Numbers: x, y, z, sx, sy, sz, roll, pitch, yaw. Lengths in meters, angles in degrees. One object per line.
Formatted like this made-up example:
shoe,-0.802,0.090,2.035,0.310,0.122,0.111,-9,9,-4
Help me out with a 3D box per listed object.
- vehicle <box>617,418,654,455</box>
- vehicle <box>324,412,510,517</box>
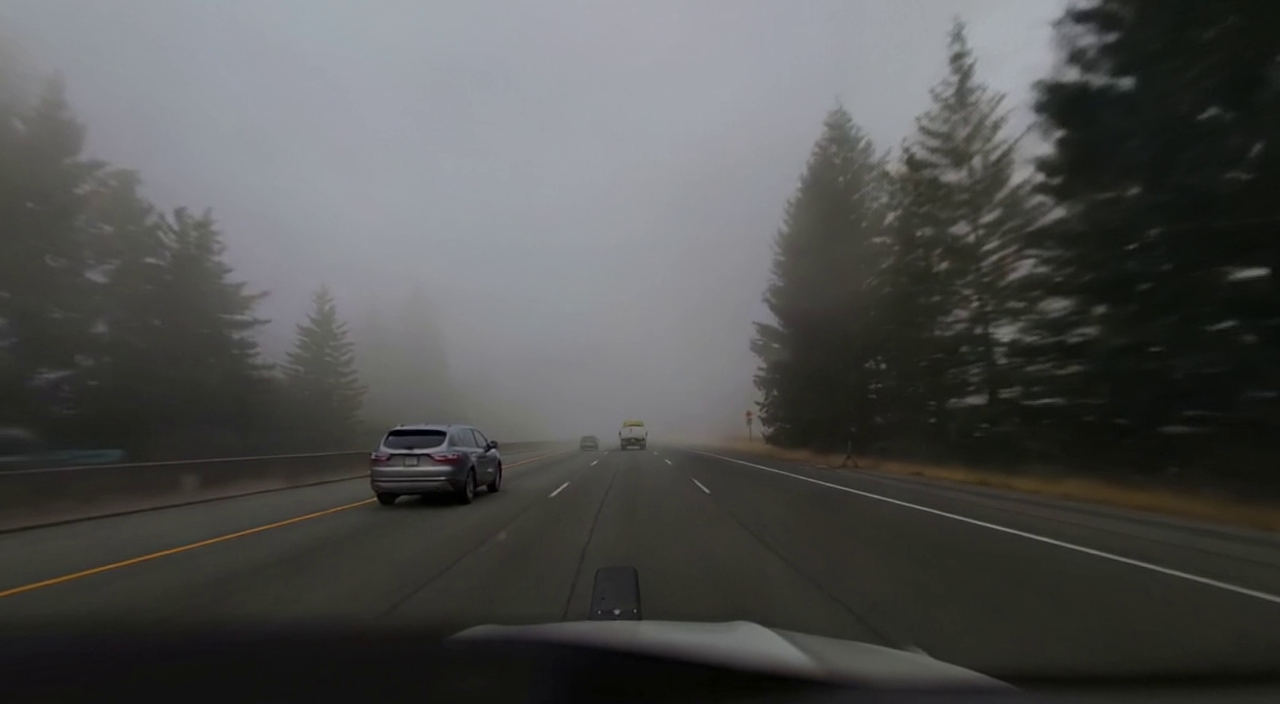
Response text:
vehicle,-0.359,6.208,46.413,2.526,2.531,5.026,0,-8,-1
vehicle,-3.986,2.069,12.204,2.045,1.655,4.301,0,-8,0
